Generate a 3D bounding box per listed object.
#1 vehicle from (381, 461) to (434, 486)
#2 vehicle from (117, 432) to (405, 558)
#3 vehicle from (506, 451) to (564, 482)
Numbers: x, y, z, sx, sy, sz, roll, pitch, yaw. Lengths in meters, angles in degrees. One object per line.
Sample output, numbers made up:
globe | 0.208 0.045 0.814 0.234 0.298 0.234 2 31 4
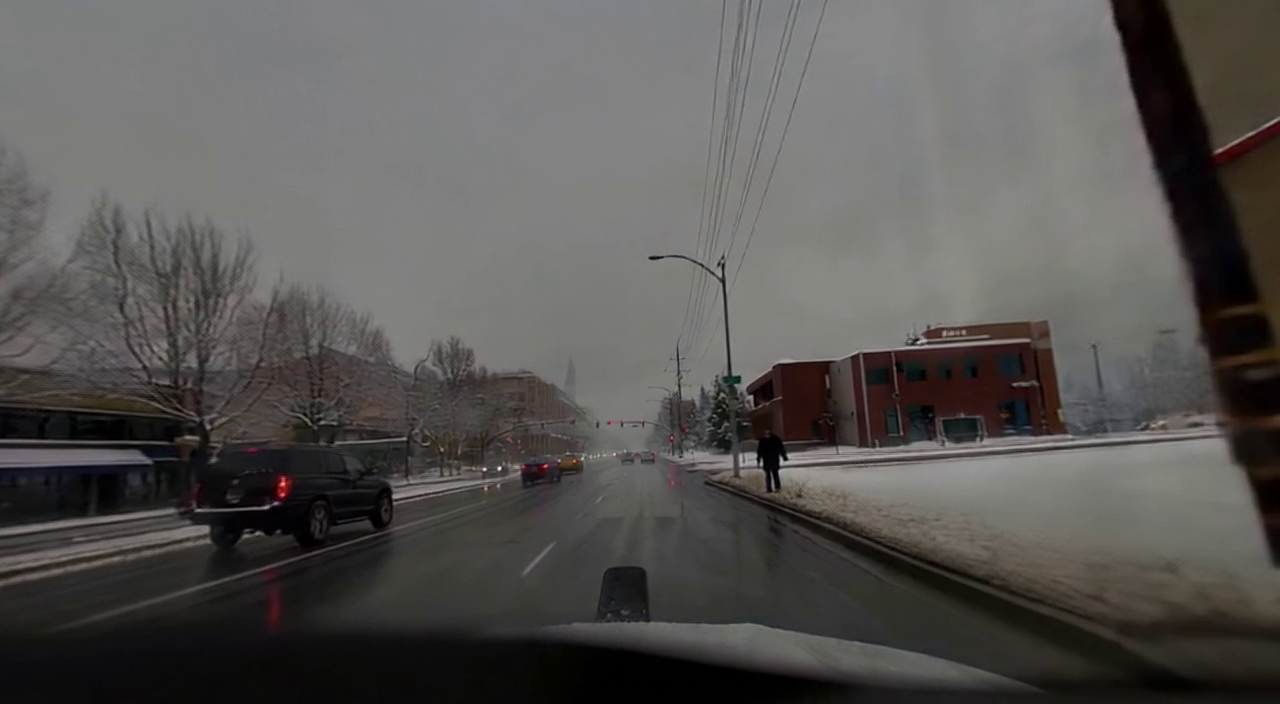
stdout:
vehicle | -16.598 8.662 45.201 1.887 1.533 4.222 1 -9 4
vehicle | -6.115 2.355 11.098 2.007 1.698 4.759 0 -9 1
vehicle | -5.306 5.890 32.586 2.030 1.488 4.650 0 -9 2
